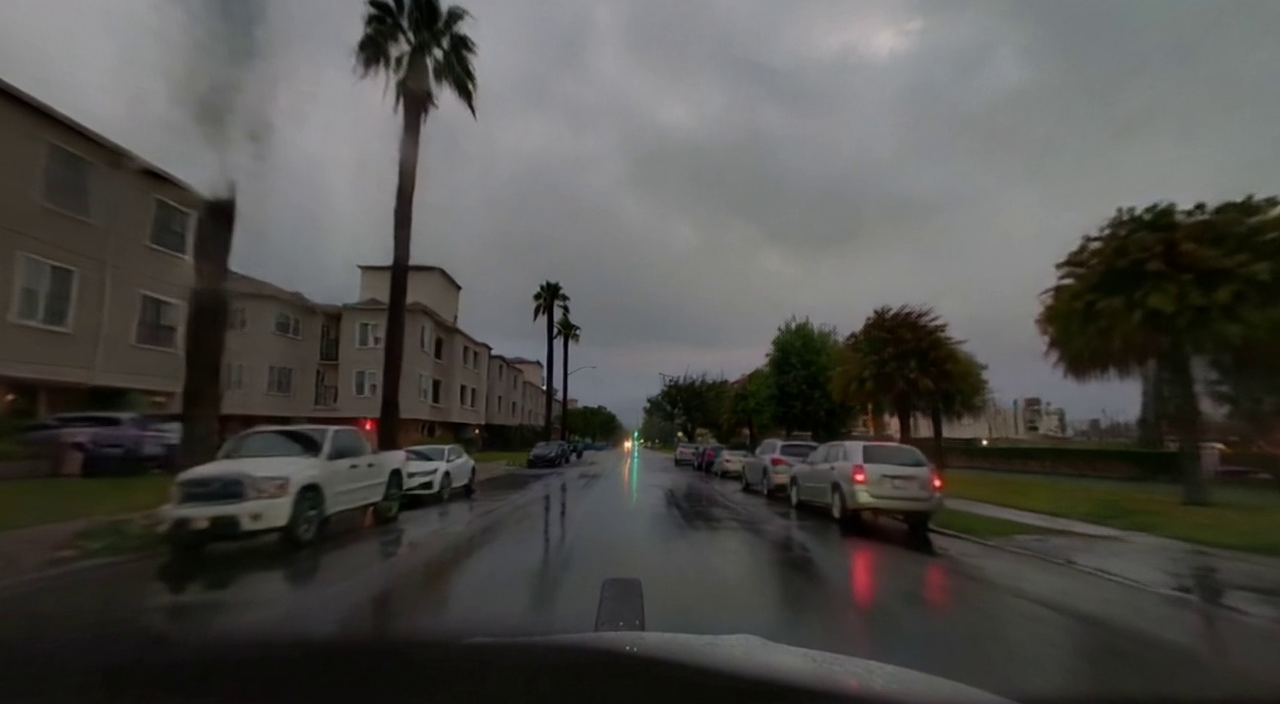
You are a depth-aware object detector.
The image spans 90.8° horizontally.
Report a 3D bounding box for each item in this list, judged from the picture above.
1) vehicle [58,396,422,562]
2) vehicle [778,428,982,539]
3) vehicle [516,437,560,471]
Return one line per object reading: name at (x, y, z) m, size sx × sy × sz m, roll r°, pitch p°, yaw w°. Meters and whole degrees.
vehicle at (-5.614, 1.916, 10.214) m, size 2.358 × 1.905 × 5.615 m, roll 0°, pitch -9°, yaw -2°
vehicle at (4.418, 2.484, 12.635) m, size 1.969 × 1.782 × 4.677 m, roll 1°, pitch -9°, yaw -4°
vehicle at (-6.013, 6.068, 37.769) m, size 1.947 × 1.806 × 4.413 m, roll 2°, pitch -8°, yaw -2°
